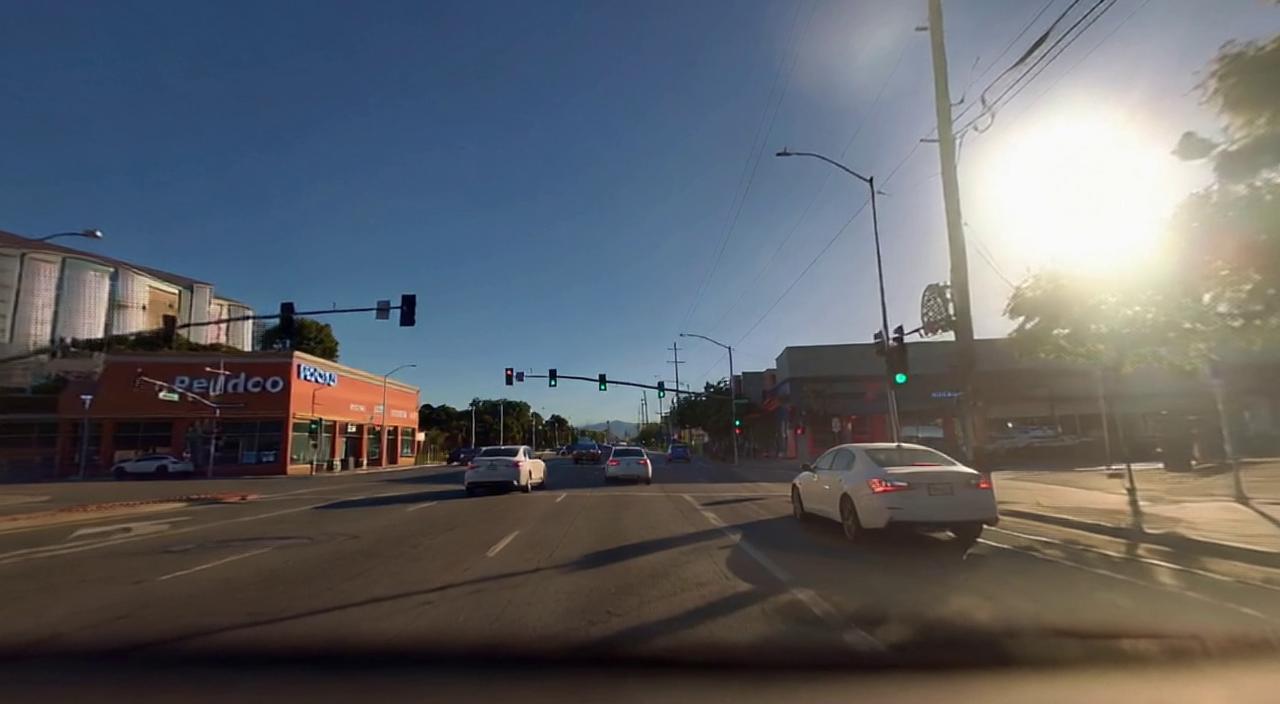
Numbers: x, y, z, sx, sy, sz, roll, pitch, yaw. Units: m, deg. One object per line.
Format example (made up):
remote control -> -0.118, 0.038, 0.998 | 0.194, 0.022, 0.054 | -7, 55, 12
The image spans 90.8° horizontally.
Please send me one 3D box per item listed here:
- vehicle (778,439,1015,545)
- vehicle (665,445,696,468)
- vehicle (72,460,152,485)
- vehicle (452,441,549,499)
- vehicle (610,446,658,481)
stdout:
vehicle -> 4.215, 2.365, 11.537 | 2.119, 1.479, 4.910 | 0, -8, -2
vehicle -> 3.005, 7.851, 47.722 | 1.986, 1.660, 4.006 | 0, -8, -2
vehicle -> -37.498, 8.544, 44.934 | 3.931, 1.653, 2.134 | -1, -9, 7
vehicle -> -4.195, 3.625, 19.857 | 2.035, 1.564, 4.702 | 0, -8, -1
vehicle -> -0.315, 5.175, 29.574 | 2.072, 1.473, 4.139 | 0, -8, -1
